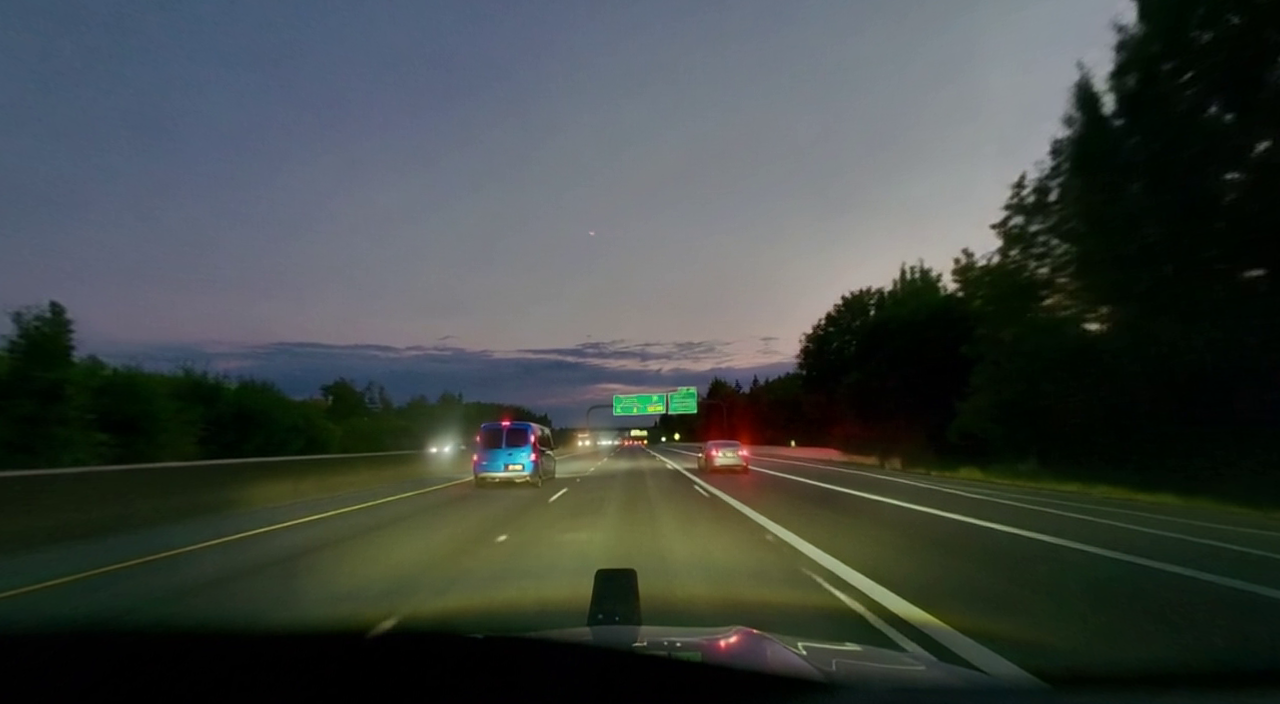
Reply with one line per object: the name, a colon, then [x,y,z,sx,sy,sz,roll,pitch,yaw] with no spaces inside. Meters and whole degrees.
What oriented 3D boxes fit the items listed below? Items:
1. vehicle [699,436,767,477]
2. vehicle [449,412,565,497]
vehicle: [3.542,4.062,24.796,2.020,1.464,3.803,0,-8,-1]
vehicle: [-3.550,2.851,17.948,2.275,2.053,5.082,0,-8,-1]
